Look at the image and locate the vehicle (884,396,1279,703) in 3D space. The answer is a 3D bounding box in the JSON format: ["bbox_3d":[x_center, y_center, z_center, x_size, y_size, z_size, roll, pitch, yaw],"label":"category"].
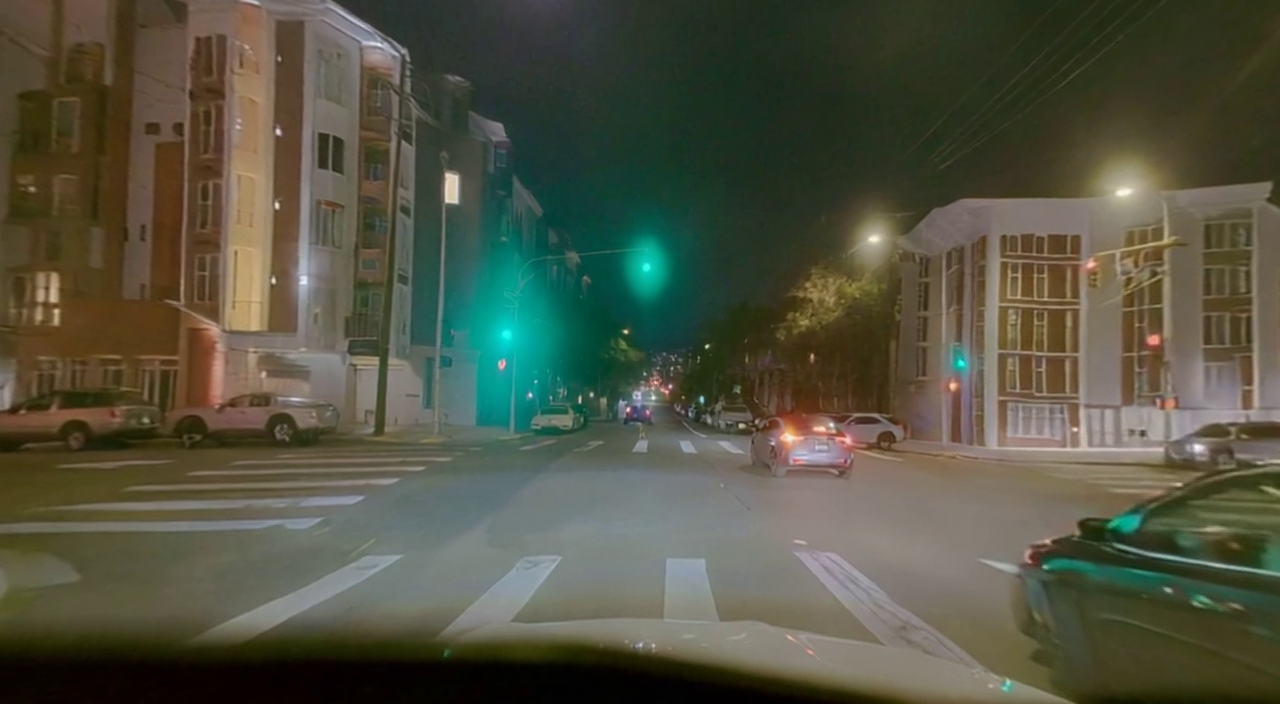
[{"bbox_3d":[3.050,0.993,2.809,2.055,1.450,4.676,0,-9,0],"label":"vehicle"}]

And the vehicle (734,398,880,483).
[{"bbox_3d":[3.265,1.735,13.219,1.970,1.490,4.016,0,-5,0],"label":"vehicle"}]

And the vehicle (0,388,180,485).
[{"bbox_3d":[-11.181,1.440,11.276,4.507,1.455,1.927,0,0,1],"label":"vehicle"}]

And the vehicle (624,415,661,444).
[{"bbox_3d":[0.140,4.313,34.740,1.923,1.460,3.923,0,-9,0],"label":"vehicle"}]

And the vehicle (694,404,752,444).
[{"bbox_3d":[3.703,3.386,29.056,2.093,1.655,4.327,0,-9,0],"label":"vehicle"}]

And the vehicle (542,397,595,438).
[{"bbox_3d":[-2.931,2.807,26.459,1.878,1.521,3.697,0,-9,-2],"label":"vehicle"}]

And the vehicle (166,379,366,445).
[{"bbox_3d":[-10.401,1.747,17.823,4.304,1.755,2.083,0,-9,1],"label":"vehicle"}]
